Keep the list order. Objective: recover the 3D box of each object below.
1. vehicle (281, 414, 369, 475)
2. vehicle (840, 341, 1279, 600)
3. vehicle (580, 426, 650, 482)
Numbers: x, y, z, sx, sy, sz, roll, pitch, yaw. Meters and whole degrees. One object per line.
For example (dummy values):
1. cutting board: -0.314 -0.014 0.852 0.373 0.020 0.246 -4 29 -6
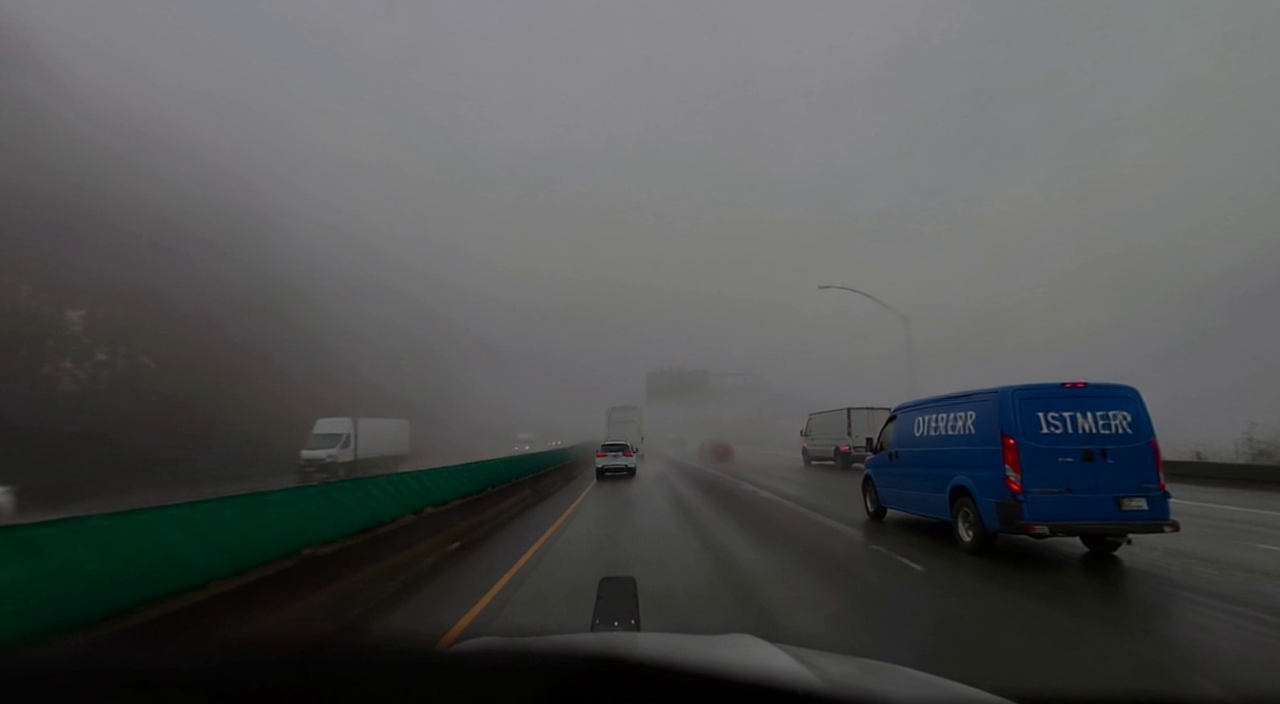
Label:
1. vehicle: -21.768 6.384 43.856 2.977 3.918 5.877 0 -8 0
2. vehicle: 4.436 1.266 7.533 2.223 2.008 5.121 0 -8 -2
3. vehicle: -0.765 3.326 20.717 2.100 1.636 3.620 0 -8 -1
